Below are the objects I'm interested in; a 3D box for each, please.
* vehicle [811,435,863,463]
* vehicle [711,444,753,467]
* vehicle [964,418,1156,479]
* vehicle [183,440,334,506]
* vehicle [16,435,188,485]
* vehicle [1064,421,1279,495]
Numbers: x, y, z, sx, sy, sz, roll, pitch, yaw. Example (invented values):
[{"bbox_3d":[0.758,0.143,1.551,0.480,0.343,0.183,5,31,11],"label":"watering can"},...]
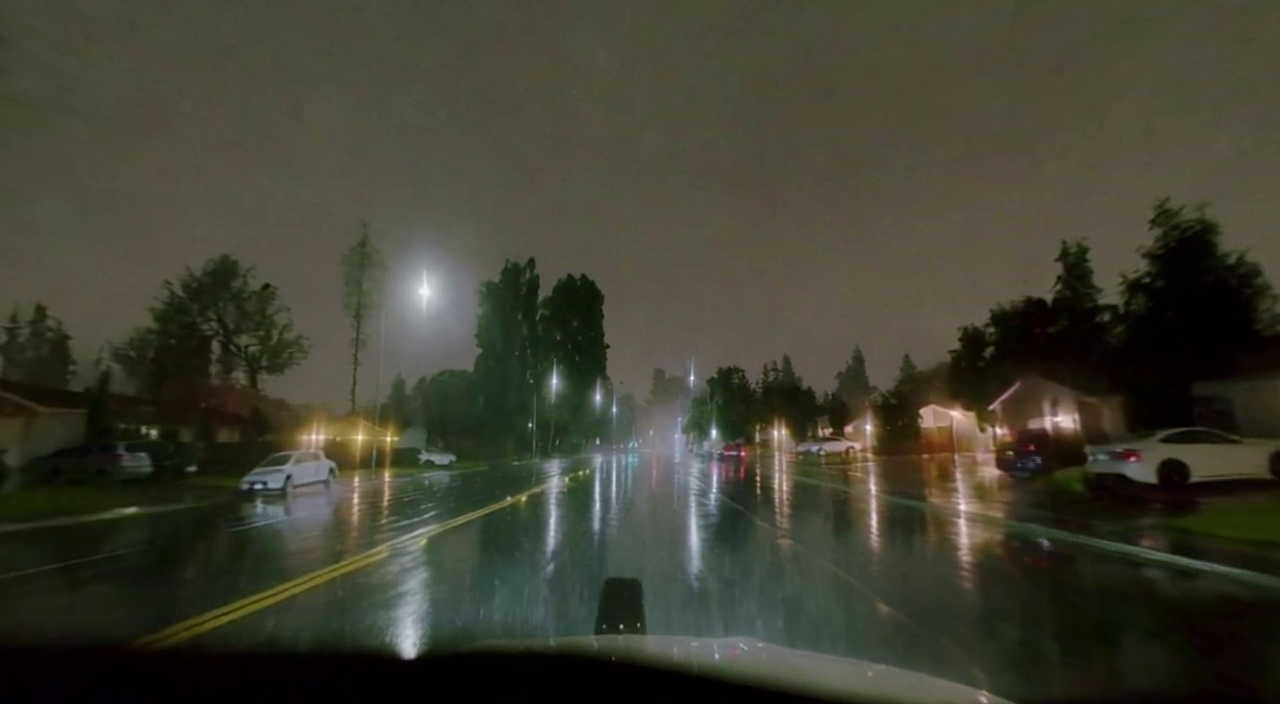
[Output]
[{"bbox_3d":[13.314,6.631,43.002,1.978,1.738,4.734,-2,-9,-1],"label":"vehicle"},{"bbox_3d":[6.457,7.350,44.899,2.042,1.511,5.029,0,-8,-2],"label":"vehicle"},{"bbox_3d":[13.990,3.279,21.326,4.763,1.816,2.227,-2,-9,2],"label":"vehicle"},{"bbox_3d":[-11.438,3.666,19.384,2.020,1.691,4.308,-1,-10,-2],"label":"vehicle"},{"bbox_3d":[-21.279,4.287,25.156,4.830,1.857,2.183,-1,-9,2],"label":"vehicle"},{"bbox_3d":[14.038,2.669,16.155,4.775,1.524,1.983,-4,-9,3],"label":"vehicle"}]
